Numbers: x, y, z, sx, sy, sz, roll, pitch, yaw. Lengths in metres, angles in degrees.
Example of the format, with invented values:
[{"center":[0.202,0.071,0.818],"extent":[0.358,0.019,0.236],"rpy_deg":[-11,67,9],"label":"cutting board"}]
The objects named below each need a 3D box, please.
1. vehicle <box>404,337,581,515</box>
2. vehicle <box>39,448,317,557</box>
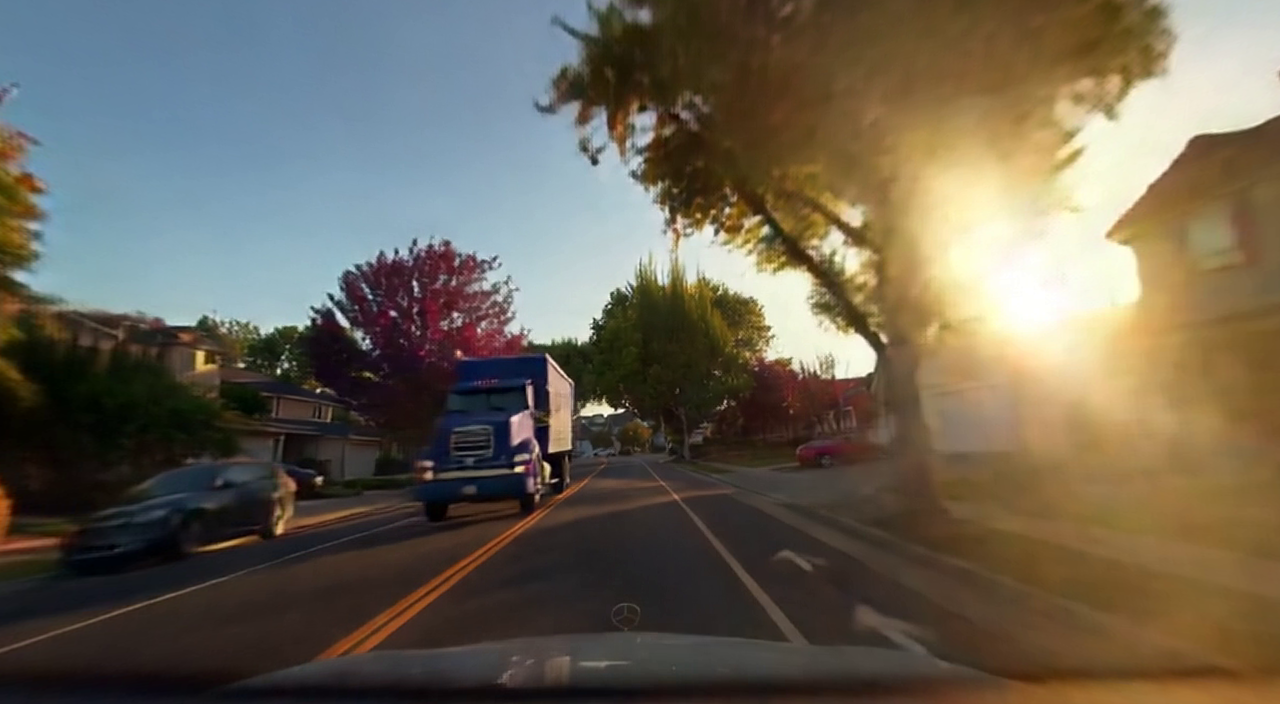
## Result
[{"center":[-3.887,2.474,20.006],"extent":[3.133,4.112,10.695],"rpy_deg":[0,-9,-1],"label":"vehicle"},{"center":[-8.878,2.851,12.863],"extent":[2.119,1.775,4.643],"rpy_deg":[0,-9,0],"label":"vehicle"}]
